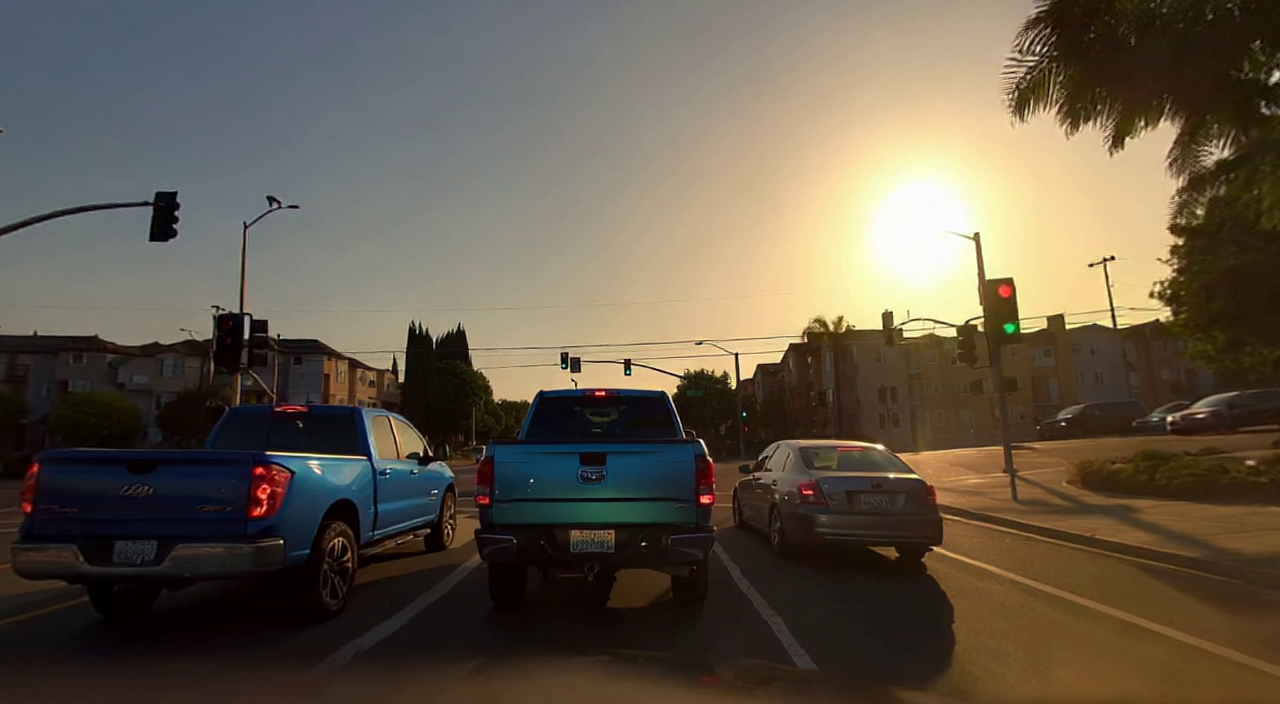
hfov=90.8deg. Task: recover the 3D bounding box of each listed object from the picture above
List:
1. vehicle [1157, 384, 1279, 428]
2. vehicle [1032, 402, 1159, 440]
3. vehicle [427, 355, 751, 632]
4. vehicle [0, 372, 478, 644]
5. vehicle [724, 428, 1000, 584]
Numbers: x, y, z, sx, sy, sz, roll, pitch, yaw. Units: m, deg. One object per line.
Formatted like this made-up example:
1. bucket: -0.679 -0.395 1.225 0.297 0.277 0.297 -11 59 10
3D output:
1. vehicle: 27.979 2.575 29.660 5.302 1.894 2.200 0 -9 1
2. vehicle: 23.279 3.591 32.476 4.721 1.866 2.188 0 -9 2
3. vehicle: -0.396 1.324 6.783 2.282 1.964 4.421 0 -9 -1
4. vehicle: -3.462 1.433 6.932 2.146 1.828 5.148 0 -9 -2
5. vehicle: 2.432 1.816 8.314 2.016 1.481 4.336 0 -9 0
